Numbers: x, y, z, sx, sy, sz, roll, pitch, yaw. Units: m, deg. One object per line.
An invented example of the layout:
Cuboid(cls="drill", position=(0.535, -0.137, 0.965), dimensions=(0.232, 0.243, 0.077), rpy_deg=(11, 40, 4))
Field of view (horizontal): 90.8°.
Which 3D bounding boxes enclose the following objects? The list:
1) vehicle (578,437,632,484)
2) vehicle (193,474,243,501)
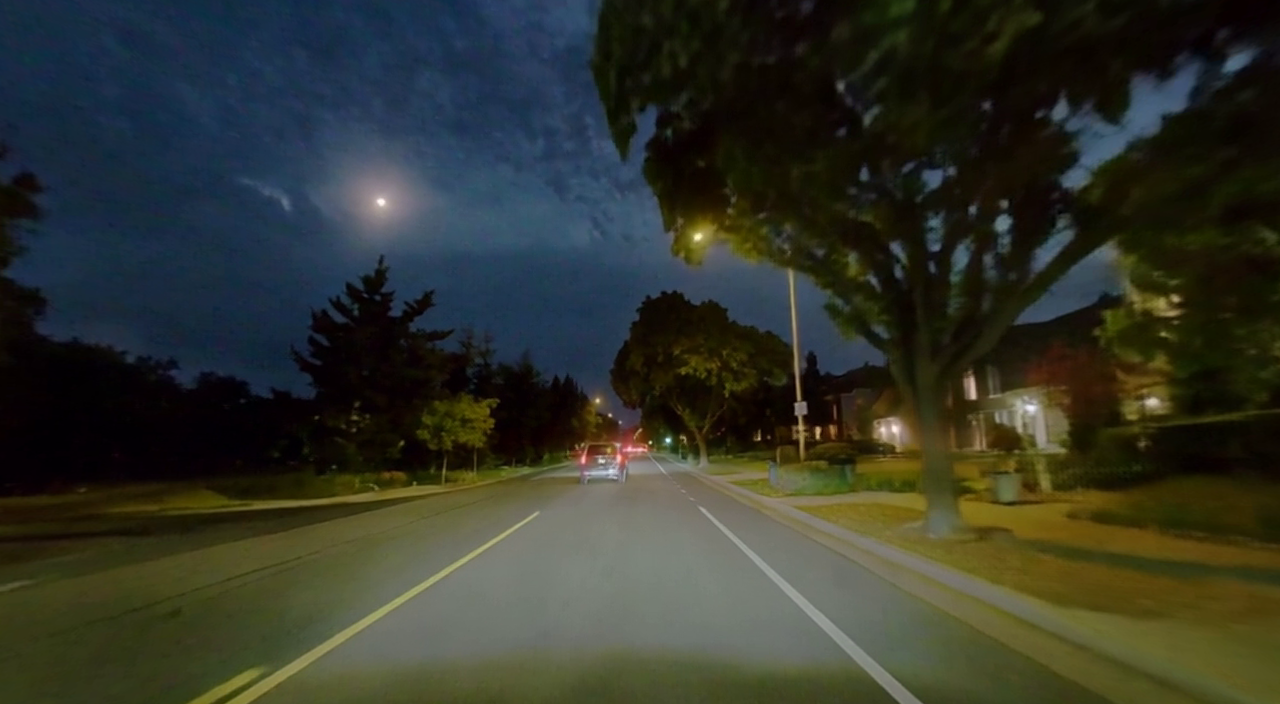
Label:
Cuboid(cls="vehicle", position=(-1.539, 5.011, 29.528), dimensions=(2.210, 2.023, 4.663), rpy_deg=(0, -9, 1))
Cuboid(cls="vehicle", position=(-30.000, 9.602, 45.027), dimensions=(1.926, 1.552, 4.355), rpy_deg=(3, -9, -21))
